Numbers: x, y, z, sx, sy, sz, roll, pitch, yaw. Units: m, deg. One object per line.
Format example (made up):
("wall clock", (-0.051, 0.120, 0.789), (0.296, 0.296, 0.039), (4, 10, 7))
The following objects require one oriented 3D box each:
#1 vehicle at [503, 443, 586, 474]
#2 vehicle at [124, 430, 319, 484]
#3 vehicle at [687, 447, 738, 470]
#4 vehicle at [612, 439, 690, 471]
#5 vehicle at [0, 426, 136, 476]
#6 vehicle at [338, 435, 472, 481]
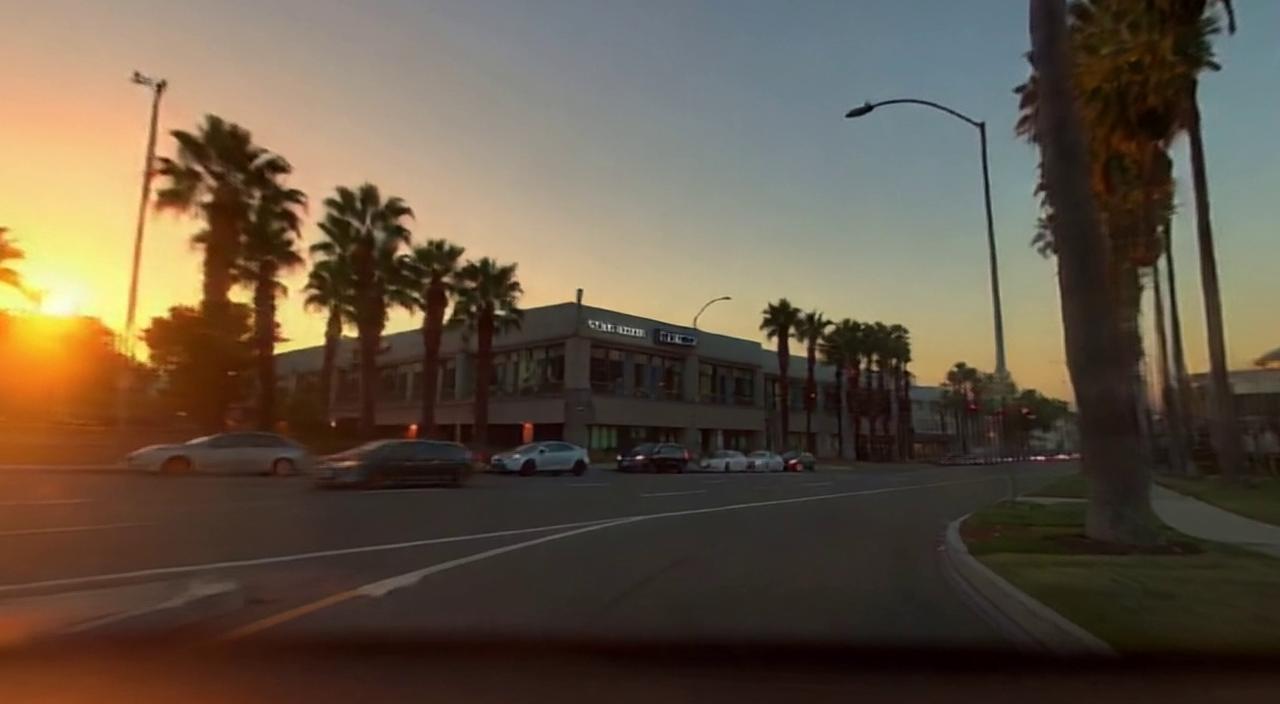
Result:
("vehicle", (-5.049, 5.668, 33.516), (1.857, 1.474, 4.291), (-9, -12, 36))
("vehicle", (-14.022, 3.553, 21.381), (1.865, 1.593, 5.112), (-9, -12, 37))
("vehicle", (5.441, 7.878, 46.686), (1.813, 1.535, 4.306), (-6, -11, 37))
("vehicle", (0.799, 6.742, 41.304), (2.184, 1.904, 5.617), (-9, -12, 37))
("vehicle", (-24.285, 3.986, 25.383), (2.071, 1.839, 5.616), (-6, -10, 37))
("vehicle", (-8.771, 3.958, 23.785), (1.844, 1.543, 4.356), (-6, -10, 37))
